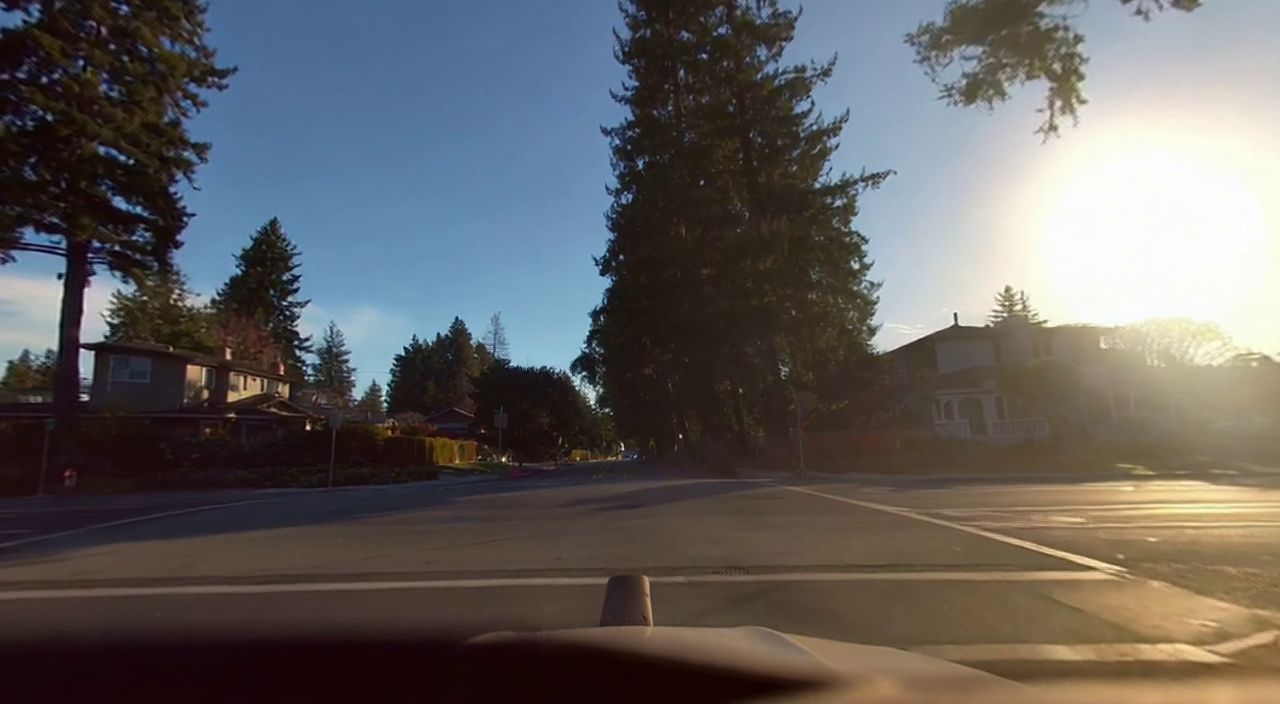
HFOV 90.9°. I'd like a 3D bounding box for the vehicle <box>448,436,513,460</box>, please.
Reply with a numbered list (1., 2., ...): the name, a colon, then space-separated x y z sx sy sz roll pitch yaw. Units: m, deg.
1. vehicle: -12.601 7.588 49.918 4.622 1.782 1.836 0 -8 -1
